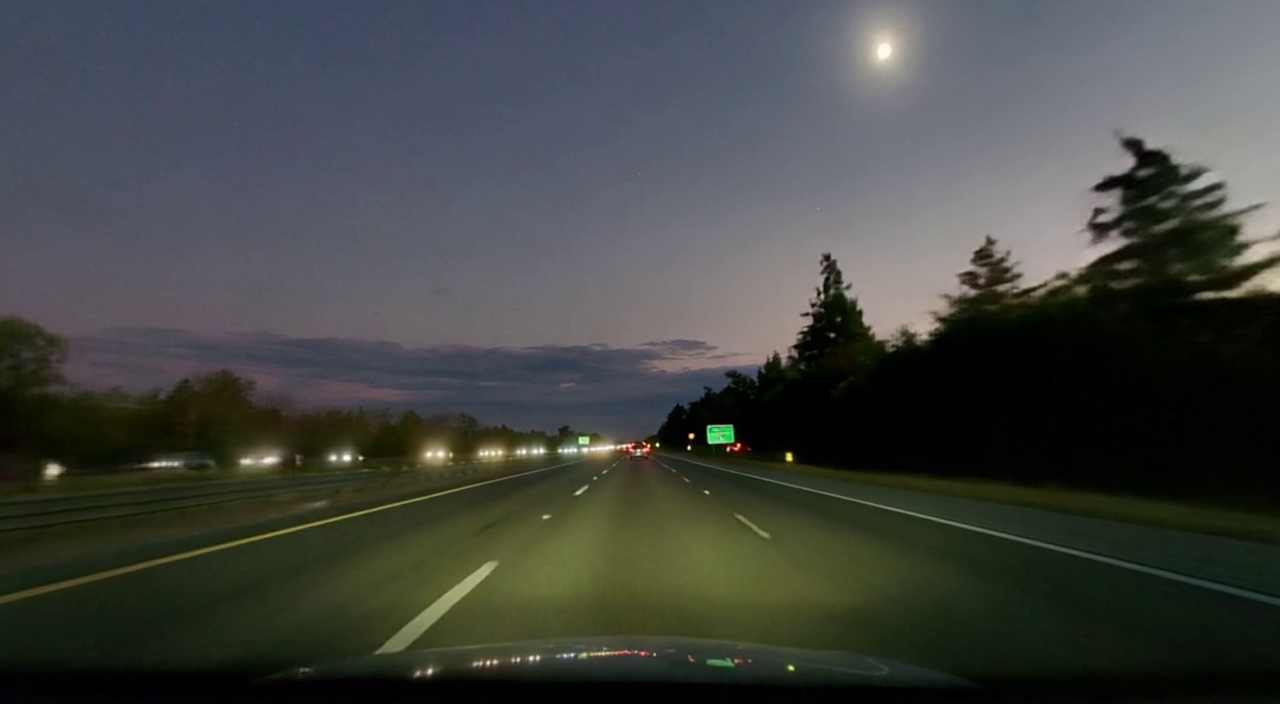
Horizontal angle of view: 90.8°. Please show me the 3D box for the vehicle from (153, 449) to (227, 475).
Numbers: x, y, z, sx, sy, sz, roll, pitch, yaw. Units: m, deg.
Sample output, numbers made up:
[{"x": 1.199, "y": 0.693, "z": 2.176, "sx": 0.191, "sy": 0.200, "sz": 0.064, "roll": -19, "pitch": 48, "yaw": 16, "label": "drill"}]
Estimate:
[{"x": -32.359, "y": 7.880, "z": 45.613, "sx": 1.909, "sy": 1.733, "sz": 4.545, "roll": 0, "pitch": -9, "yaw": 0, "label": "vehicle"}]

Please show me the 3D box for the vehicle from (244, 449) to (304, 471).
[{"x": -28.498, "y": 8.386, "z": 49.329, "sx": 1.915, "sy": 1.618, "sz": 4.602, "roll": 0, "pitch": -9, "yaw": -1, "label": "vehicle"}]
